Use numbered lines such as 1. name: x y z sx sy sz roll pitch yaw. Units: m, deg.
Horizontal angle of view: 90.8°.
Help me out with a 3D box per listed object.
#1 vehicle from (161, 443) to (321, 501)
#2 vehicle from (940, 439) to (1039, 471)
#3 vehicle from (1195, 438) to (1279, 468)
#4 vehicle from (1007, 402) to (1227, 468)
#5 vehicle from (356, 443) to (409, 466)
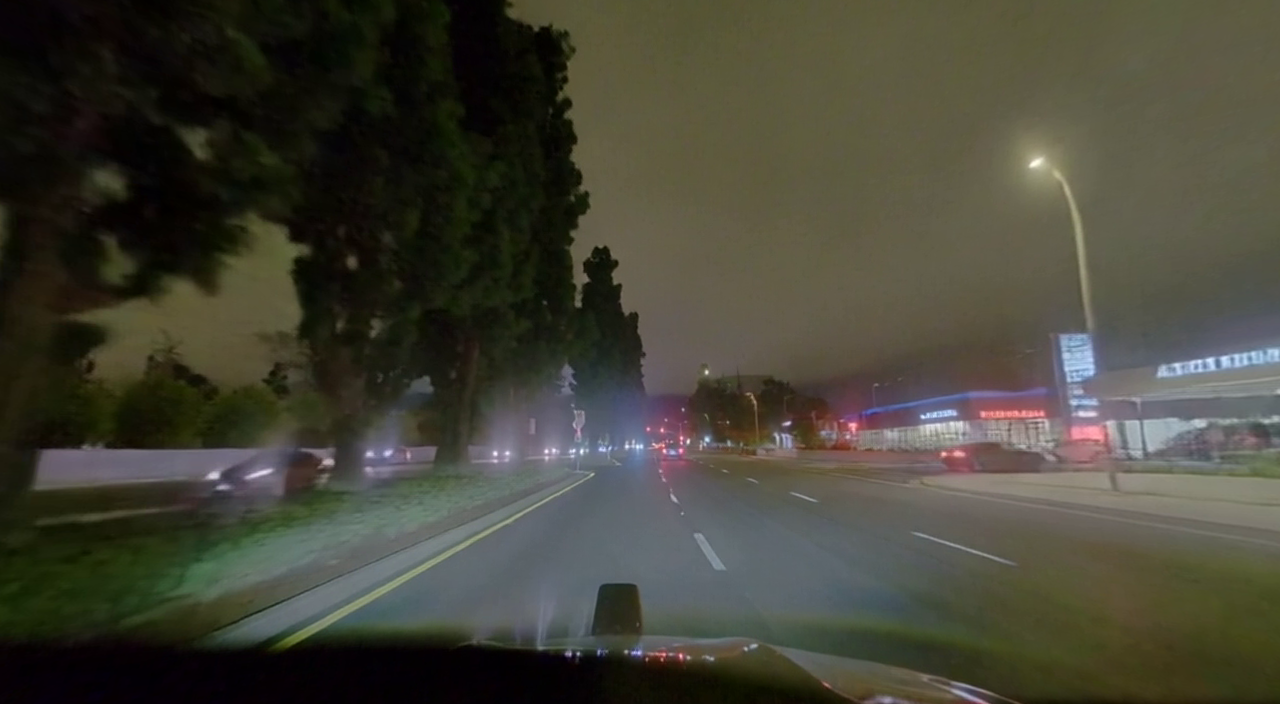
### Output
1. vehicle: -11.271 3.377 18.286 1.822 1.444 4.338 0 -9 -1
2. vehicle: 18.754 5.505 33.934 4.319 1.624 1.988 2 -9 -13
3. vehicle: 31.044 5.054 31.613 4.610 1.452 2.009 0 -9 -1
4. vehicle: 30.071 5.249 40.134 11.456 3.682 3.010 -2 -7 -2
5. vehicle: -17.965 7.174 44.301 1.881 1.507 4.234 -1 -9 2
